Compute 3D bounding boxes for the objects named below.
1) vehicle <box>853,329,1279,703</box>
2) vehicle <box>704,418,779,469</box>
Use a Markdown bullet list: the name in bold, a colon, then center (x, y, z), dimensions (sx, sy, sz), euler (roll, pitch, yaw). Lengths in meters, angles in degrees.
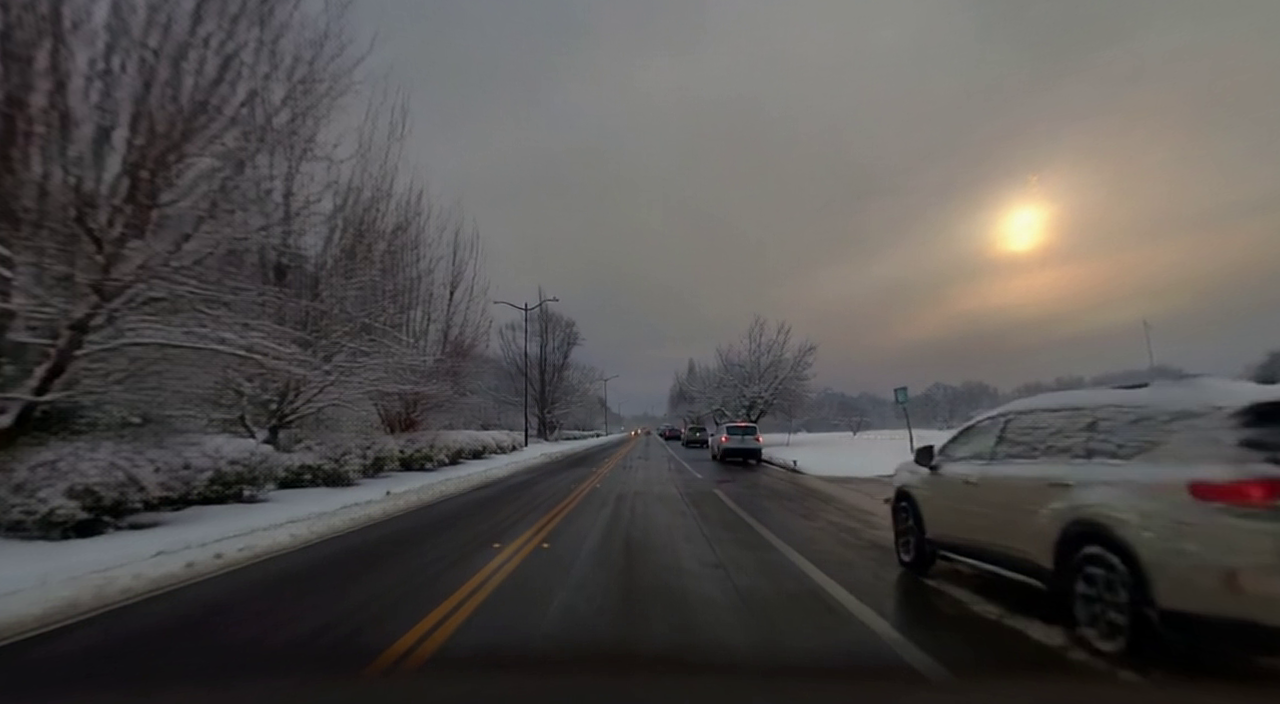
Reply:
- **vehicle**: center (3.726, 1.080, 4.945), dimensions (2.250, 1.720, 5.033), euler (0, -8, -1)
- **vehicle**: center (4.060, 3.743, 26.030), dimensions (2.226, 1.889, 4.543), euler (0, -8, -1)
